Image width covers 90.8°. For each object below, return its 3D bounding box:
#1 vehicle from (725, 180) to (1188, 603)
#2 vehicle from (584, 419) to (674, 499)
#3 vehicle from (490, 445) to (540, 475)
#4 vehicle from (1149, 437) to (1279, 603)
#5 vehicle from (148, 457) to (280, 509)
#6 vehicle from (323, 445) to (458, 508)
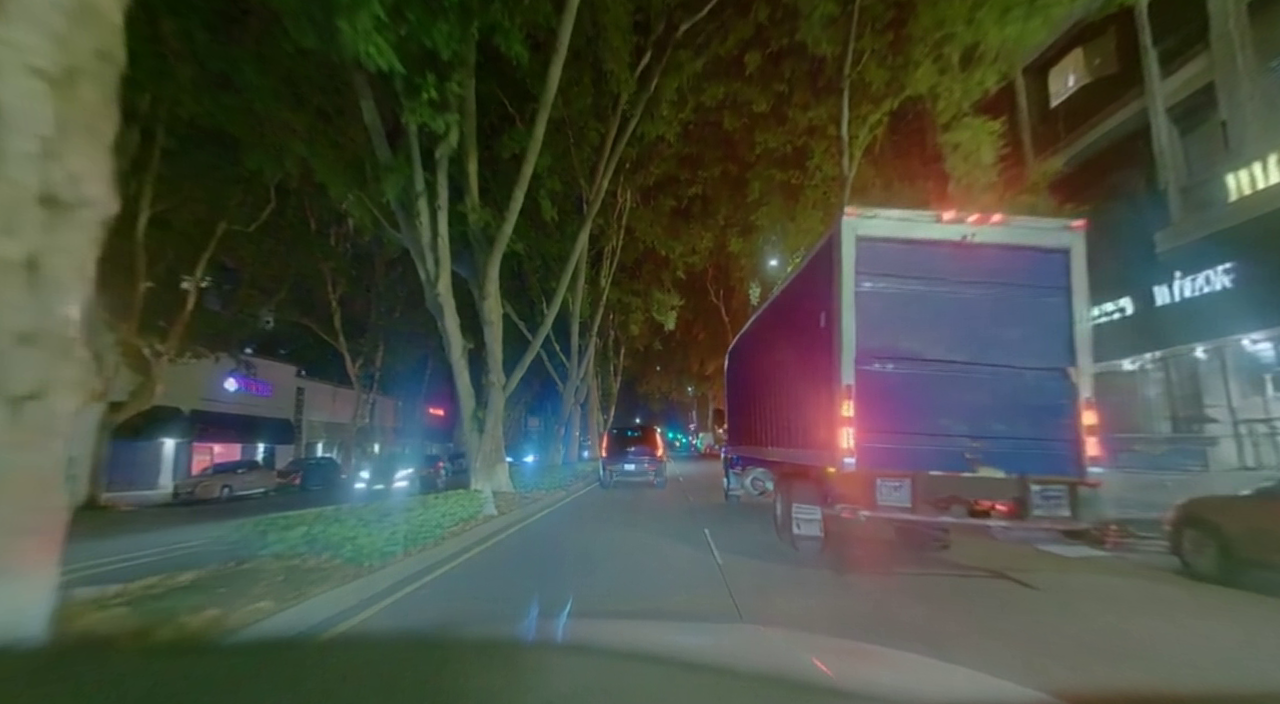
[{"bbox_3d":[3.895,1.253,12.699,3.007,4.206,12.913,0,-9,2],"label":"vehicle"},{"bbox_3d":[-0.153,3.100,18.685,2.293,2.036,4.853,-1,-8,3],"label":"vehicle"},{"bbox_3d":[-7.353,6.386,37.652,1.937,1.641,4.575,0,-8,1],"label":"vehicle"},{"bbox_3d":[6.850,1.461,5.219,1.929,1.522,4.158,-1,-8,3],"label":"vehicle"},{"bbox_3d":[-15.695,4.796,23.625,1.841,1.567,4.413,-3,-8,1],"label":"vehicle"},{"bbox_3d":[-6.913,3.461,18.126,2.056,1.534,4.645,0,-8,-1],"label":"vehicle"}]
